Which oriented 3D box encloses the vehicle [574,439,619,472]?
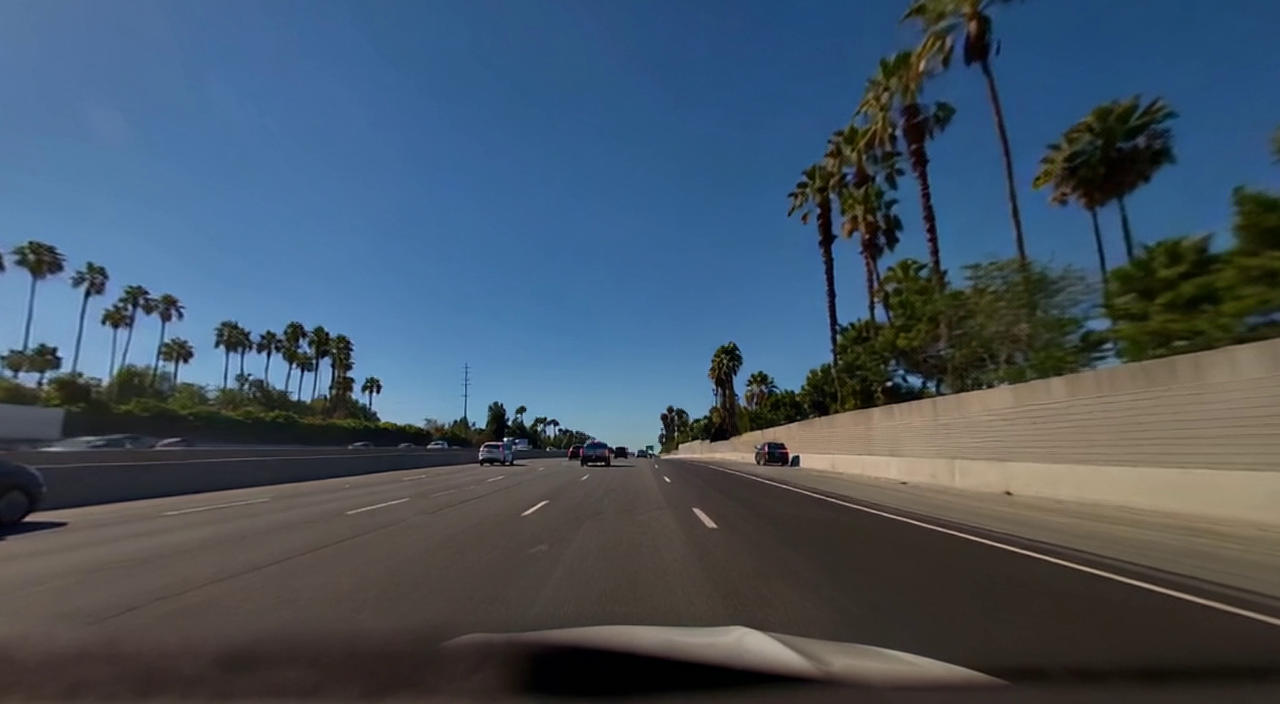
[{"bbox_3d":[-2.330,5.698,34.935,2.201,1.672,4.128,0,-9,0],"label":"vehicle"}]

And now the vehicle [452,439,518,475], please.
[{"bbox_3d":[-7.802,5.340,32.213,2.204,1.677,4.438,0,-9,1],"label":"vehicle"}]

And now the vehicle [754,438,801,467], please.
[{"bbox_3d":[10.190,7.552,47.434,2.302,2.014,5.925,0,-9,1],"label":"vehicle"}]

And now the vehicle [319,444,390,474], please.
[{"bbox_3d":[-16.413,6.178,36.630,1.916,1.610,4.445,0,-9,2],"label":"vehicle"}]
